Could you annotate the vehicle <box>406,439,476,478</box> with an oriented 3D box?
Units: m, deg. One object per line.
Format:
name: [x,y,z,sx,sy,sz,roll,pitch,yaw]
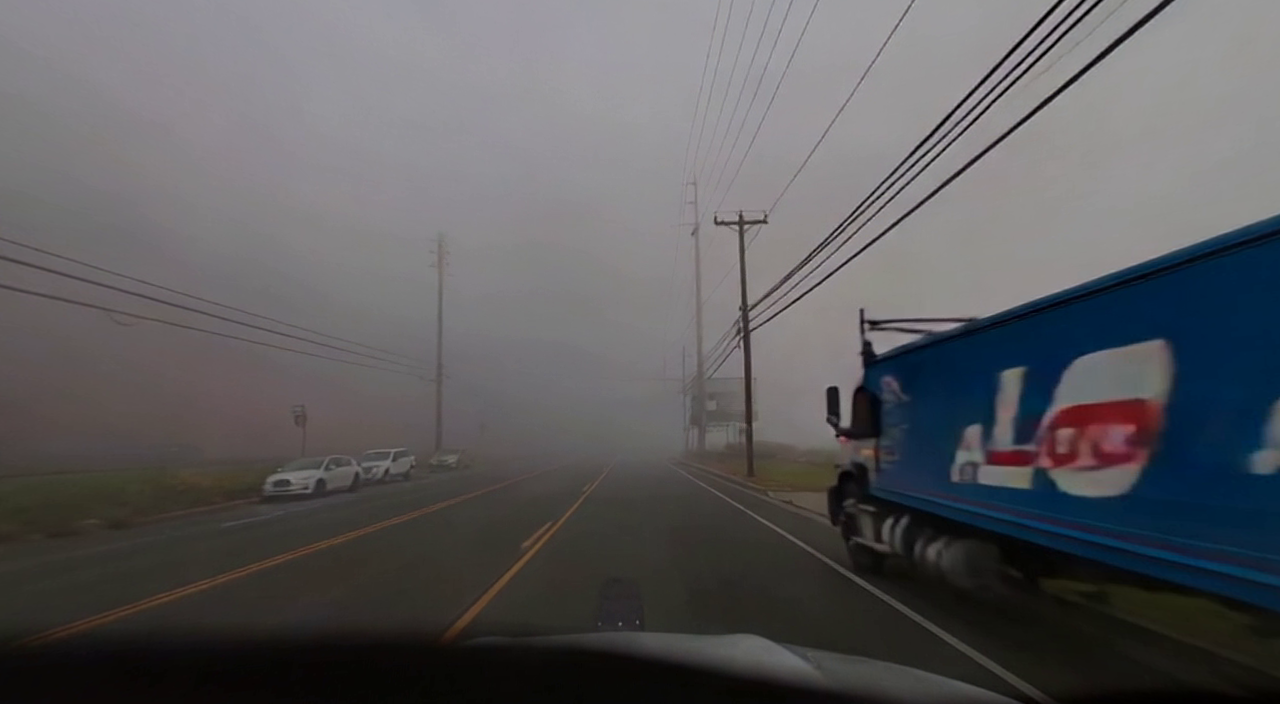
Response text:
vehicle: [-9.447,5.100,30.405,2.027,1.719,4.575,0,-9,-3]

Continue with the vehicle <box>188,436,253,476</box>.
vehicle: [-21.742,5.368,32.927,1.954,1.868,4.977,3,-9,-24]

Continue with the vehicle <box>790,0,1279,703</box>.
vehicle: [3.656,0.119,3.064,3.168,3.106,9.350,0,-8,-2]

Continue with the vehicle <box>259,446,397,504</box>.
vehicle: [-8.941,3.533,18.659,1.939,1.480,4.632,0,-9,-3]
